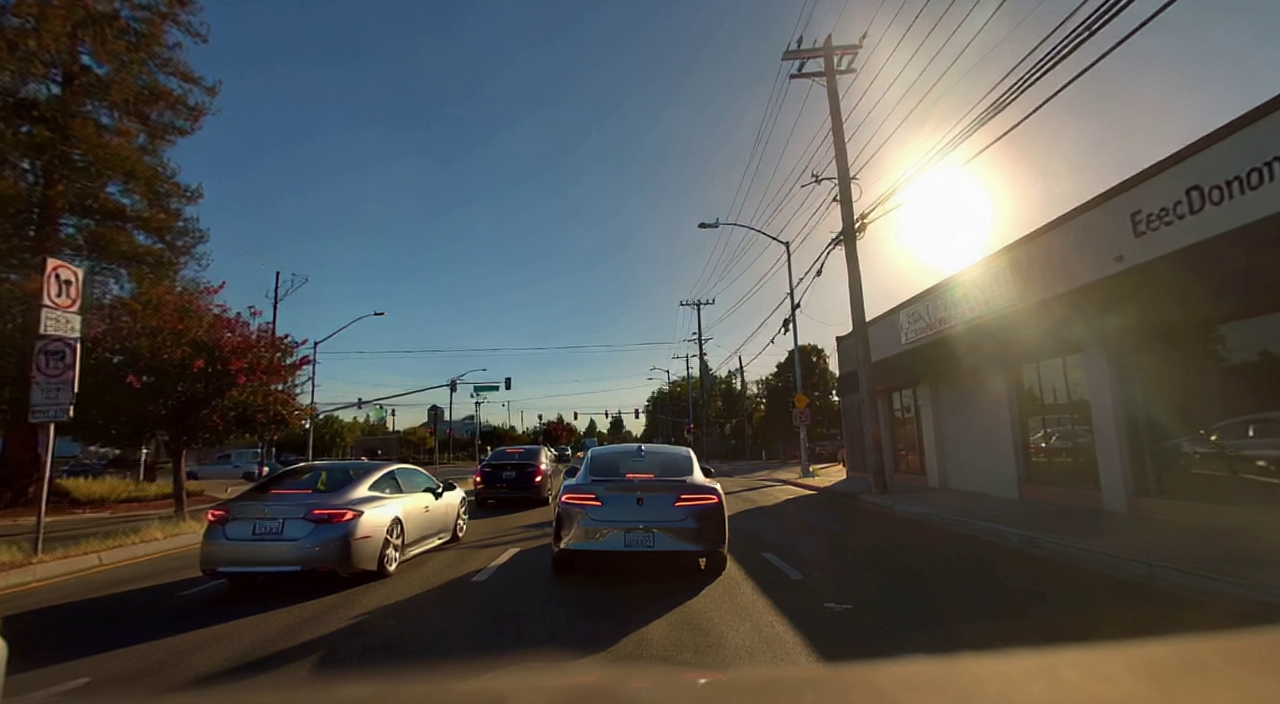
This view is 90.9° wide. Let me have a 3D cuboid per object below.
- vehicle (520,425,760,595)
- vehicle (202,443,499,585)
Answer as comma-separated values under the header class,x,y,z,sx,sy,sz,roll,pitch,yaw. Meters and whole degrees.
class,x,y,z,sx,sy,sz,roll,pitch,yaw
vehicle,-0.008,1.690,7.576,2.101,1.469,3.955,0,-9,0
vehicle,-3.215,1.845,8.045,1.765,1.319,4.013,0,-9,2
